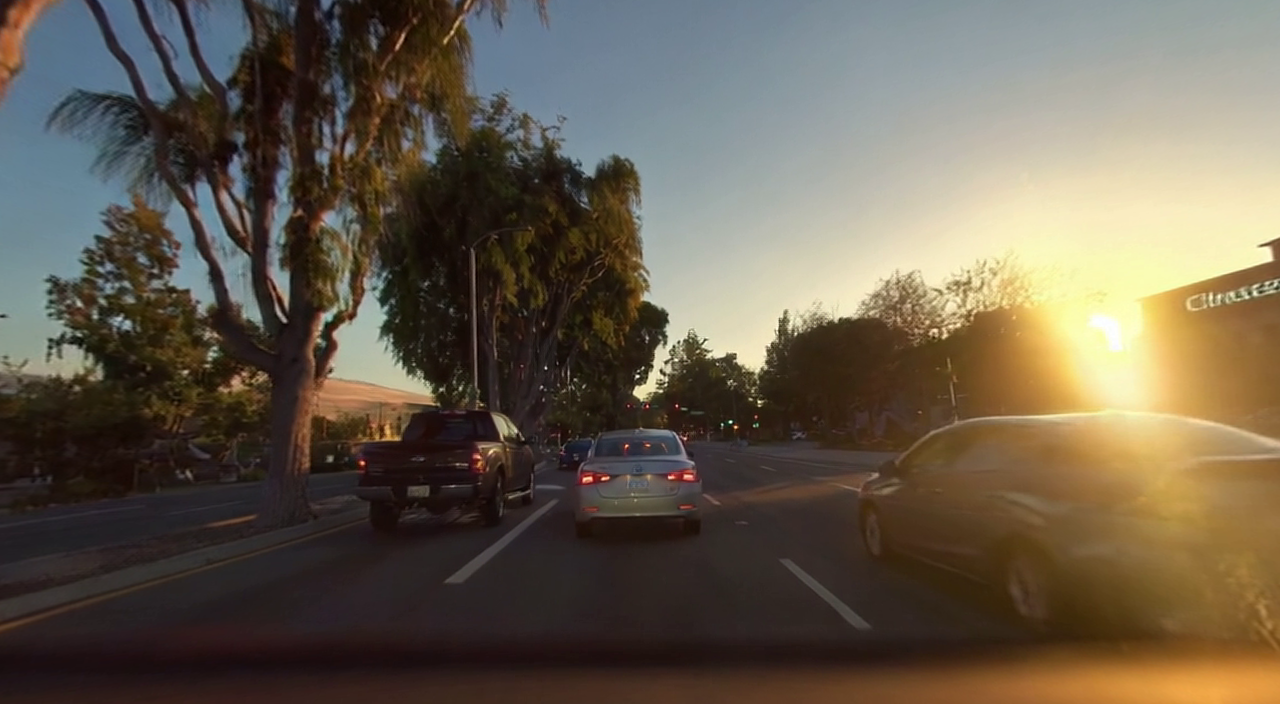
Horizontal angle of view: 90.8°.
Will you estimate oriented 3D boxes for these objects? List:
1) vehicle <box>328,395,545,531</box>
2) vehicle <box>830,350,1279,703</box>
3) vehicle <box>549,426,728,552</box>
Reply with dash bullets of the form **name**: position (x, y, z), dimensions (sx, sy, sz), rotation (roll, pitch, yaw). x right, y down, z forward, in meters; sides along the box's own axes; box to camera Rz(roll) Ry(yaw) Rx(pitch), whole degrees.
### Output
- **vehicle**: position (-3.413, 2.038, 12.110), dimensions (2.301, 1.985, 5.531), rotation (0, -8, 0)
- **vehicle**: position (3.337, 1.165, 5.001), dimensions (2.092, 1.658, 4.814), rotation (0, -8, -1)
- **vehicle**: position (-0.071, 1.932, 9.569), dimensions (2.126, 1.475, 3.967), rotation (0, -8, -2)
